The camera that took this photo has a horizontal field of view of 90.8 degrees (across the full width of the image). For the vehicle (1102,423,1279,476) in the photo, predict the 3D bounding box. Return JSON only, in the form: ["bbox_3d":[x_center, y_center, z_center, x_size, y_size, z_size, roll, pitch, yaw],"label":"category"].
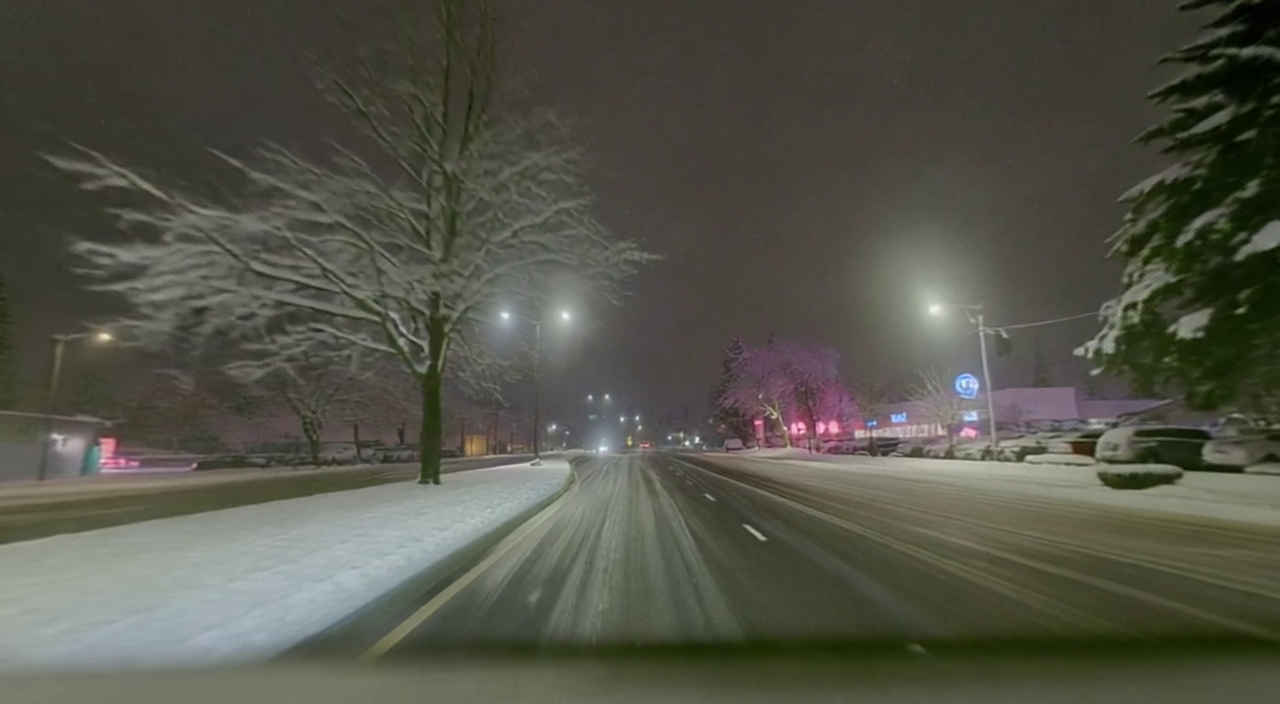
[{"bbox_3d":[20.429,3.529,22.896,5.462,1.785,2.323,0,-9,1],"label":"vehicle"}]

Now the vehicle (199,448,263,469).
[{"bbox_3d":[-31.245,8.113,48.423,1.863,1.525,4.518,0,-9,0],"label":"vehicle"}]
